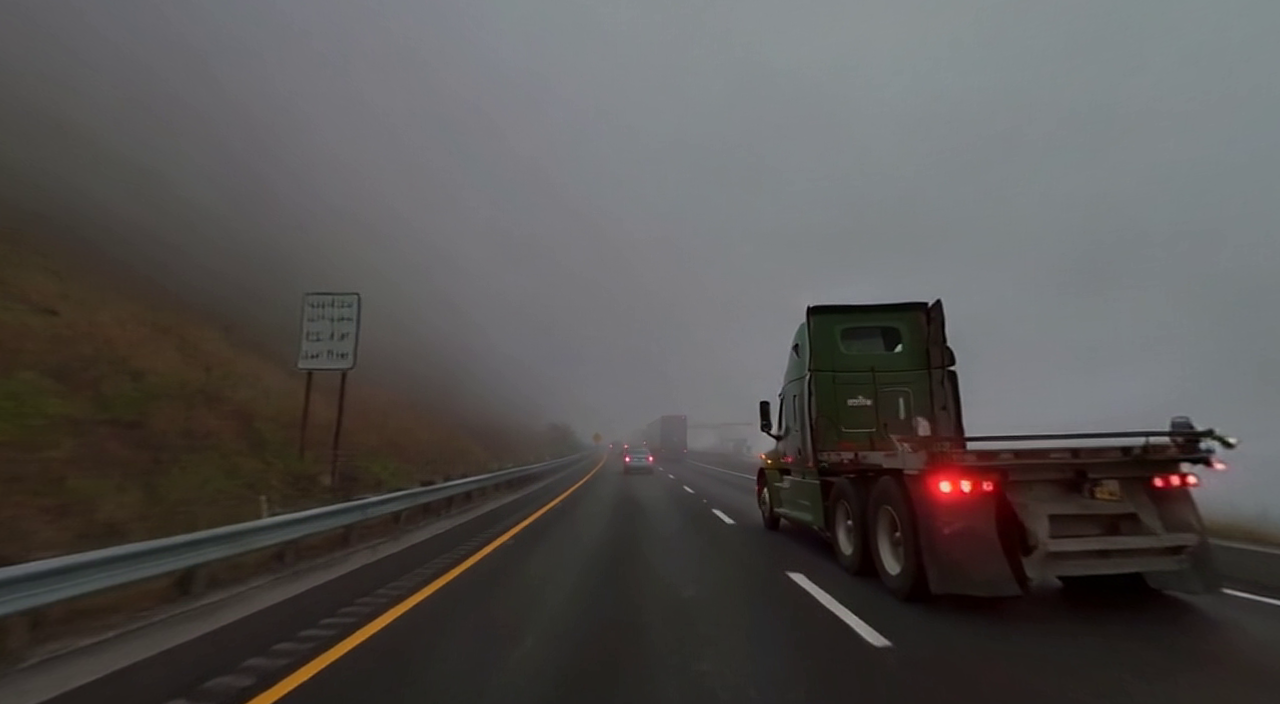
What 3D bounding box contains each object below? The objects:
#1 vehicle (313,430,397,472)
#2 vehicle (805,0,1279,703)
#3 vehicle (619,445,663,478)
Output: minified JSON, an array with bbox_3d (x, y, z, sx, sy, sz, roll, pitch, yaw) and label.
[{"bbox_3d":[-13.133,4.613,29.390,2.012,1.783,4.216,0,-9,-1],"label":"vehicle"},{"bbox_3d":[3.633,-0.393,1.509,2.874,4.065,14.243,0,-9,1],"label":"vehicle"},{"bbox_3d":[0.021,5.078,29.502,1.927,1.437,3.794,0,-9,-1],"label":"vehicle"}]
